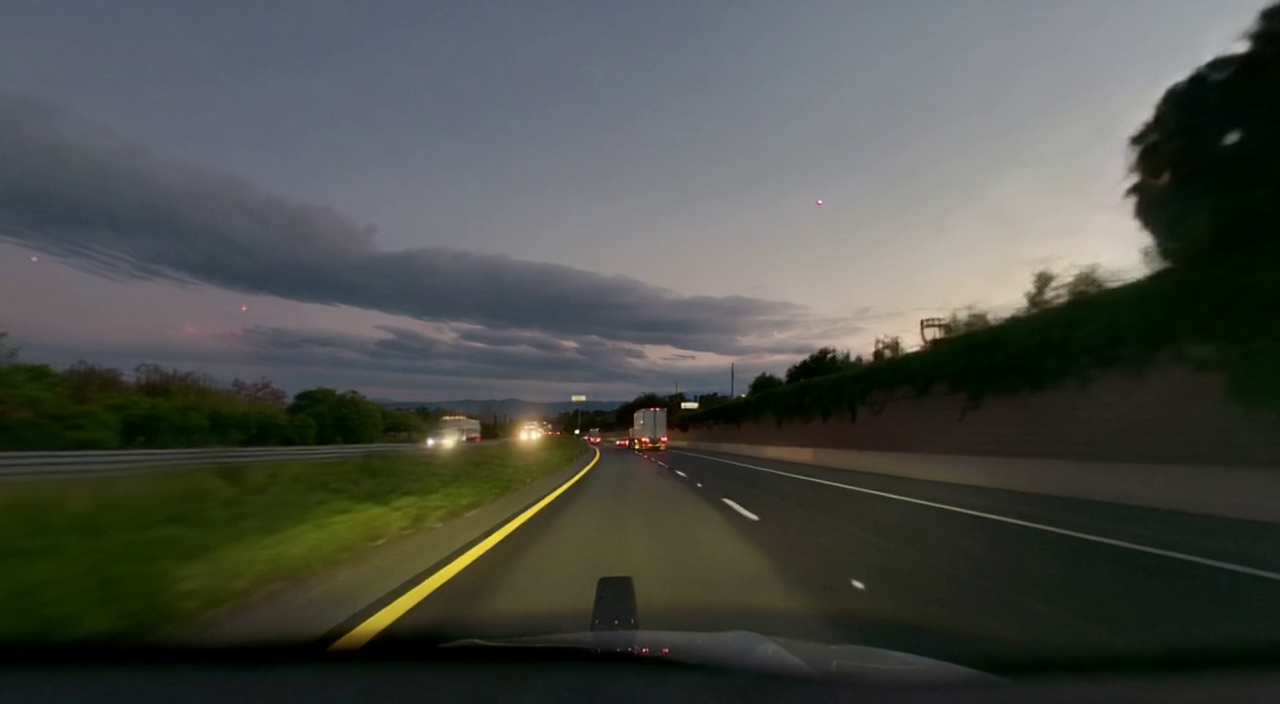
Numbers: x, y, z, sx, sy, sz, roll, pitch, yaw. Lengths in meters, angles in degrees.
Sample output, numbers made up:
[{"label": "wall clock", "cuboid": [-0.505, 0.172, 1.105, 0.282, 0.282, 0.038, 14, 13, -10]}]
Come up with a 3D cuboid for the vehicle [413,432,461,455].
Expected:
[{"label": "vehicle", "cuboid": [-14.064, 6.368, 43.950, 2.027, 1.507, 4.580, 0, -8, -3]}]
